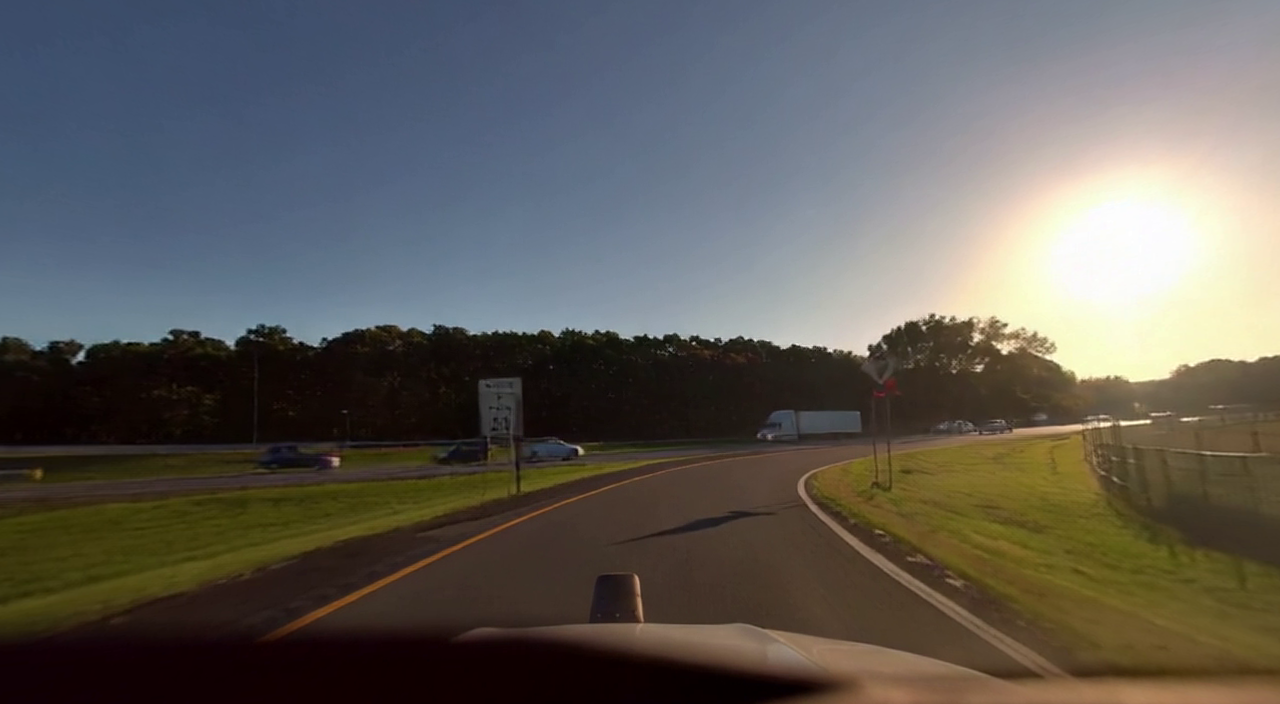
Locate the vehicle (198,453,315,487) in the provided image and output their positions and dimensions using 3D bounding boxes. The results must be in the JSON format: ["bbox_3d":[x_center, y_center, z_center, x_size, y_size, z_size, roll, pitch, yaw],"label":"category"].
[{"bbox_3d":[-19.181,5.845,31.545,4.819,1.496,1.923,5,-10,-34],"label":"vehicle"}]

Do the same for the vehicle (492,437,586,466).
[{"bbox_3d":[-5.771,5.685,36.219,4.843,1.579,2.135,5,-10,-34],"label":"vehicle"}]

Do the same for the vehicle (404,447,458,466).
[{"bbox_3d":[-16.329,8.128,49.150,3.568,1.400,1.711,5,-10,-36],"label":"vehicle"}]
